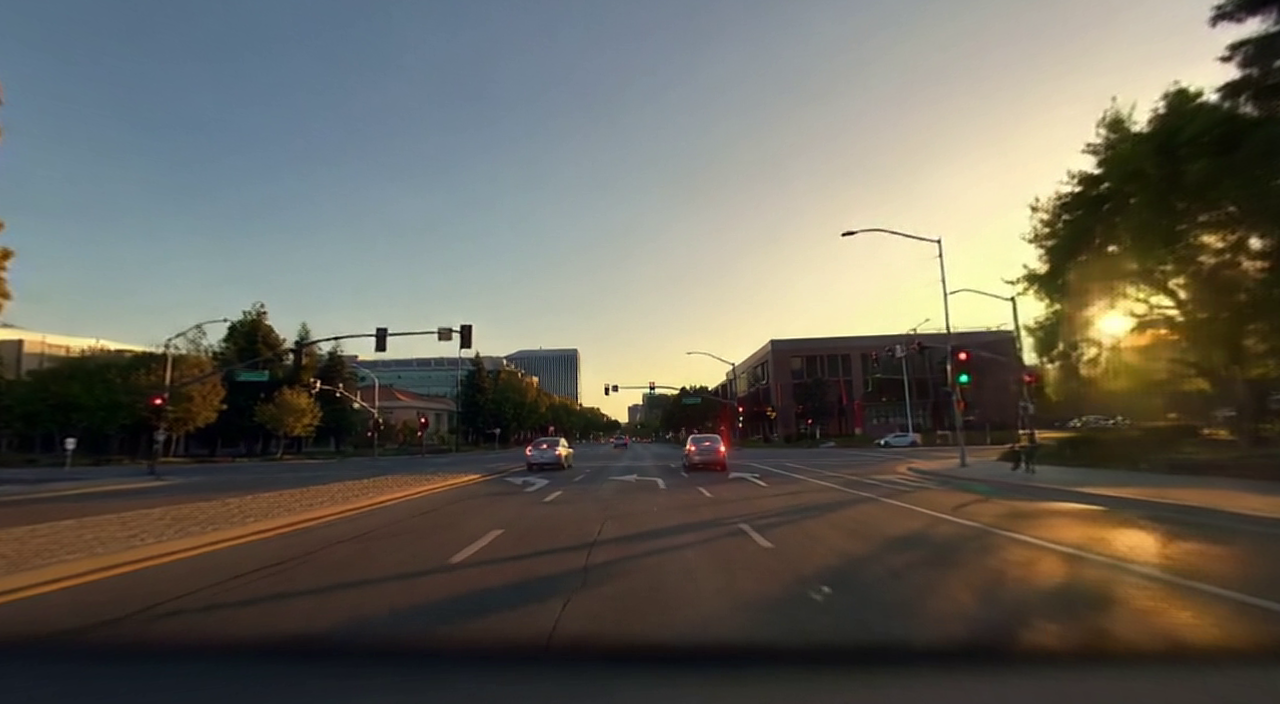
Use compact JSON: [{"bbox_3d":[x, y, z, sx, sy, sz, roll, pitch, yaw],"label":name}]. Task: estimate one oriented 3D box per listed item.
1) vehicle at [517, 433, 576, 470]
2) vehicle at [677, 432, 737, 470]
[{"bbox_3d":[-4.113,4.475,28.546,1.973,1.526,4.533,0,-9,0],"label":"vehicle"},{"bbox_3d":[2.860,4.389,28.151,2.130,1.524,4.722,0,-9,-1],"label":"vehicle"}]
